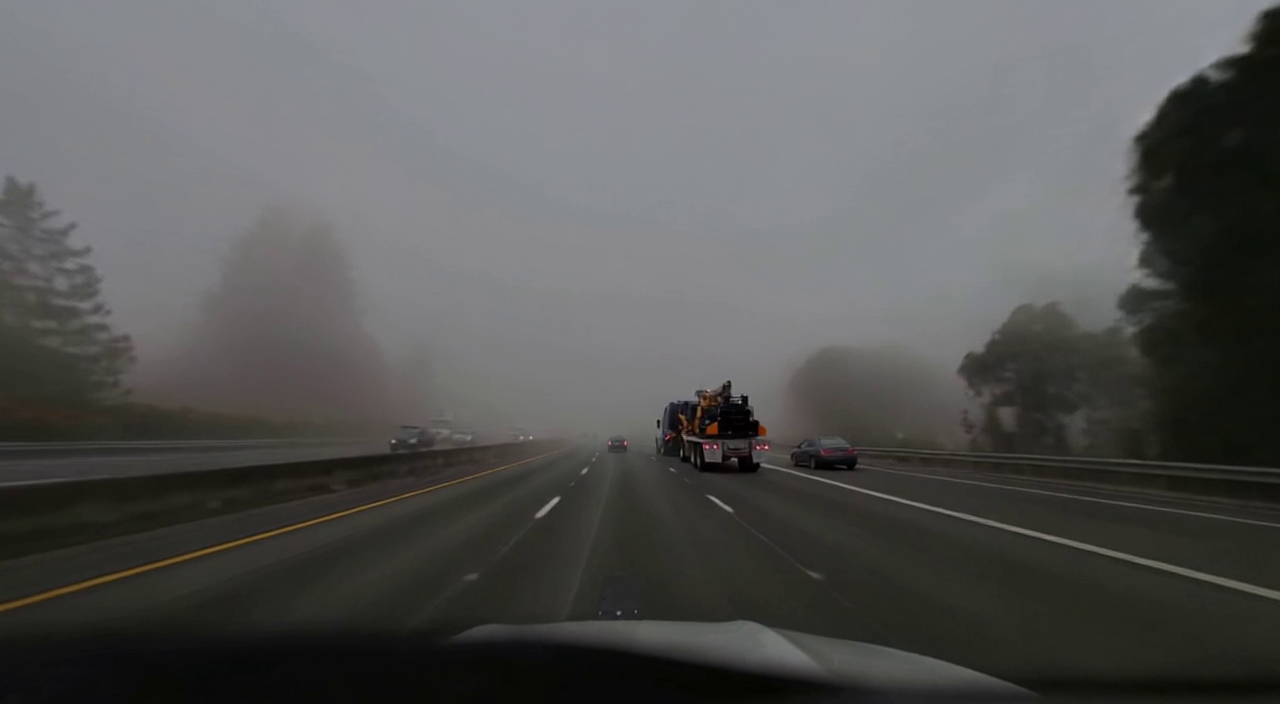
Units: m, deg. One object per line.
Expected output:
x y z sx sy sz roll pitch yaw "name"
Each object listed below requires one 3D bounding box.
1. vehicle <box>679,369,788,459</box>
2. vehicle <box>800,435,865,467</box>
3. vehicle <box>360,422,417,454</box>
3.598 2.751 26.529 2.833 3.180 8.004 1 -8 -4 "vehicle"
9.361 4.842 31.028 1.820 1.469 4.257 0 -8 -1 "vehicle"
-15.999 5.505 40.311 1.972 1.861 4.180 0 -8 -2 "vehicle"
